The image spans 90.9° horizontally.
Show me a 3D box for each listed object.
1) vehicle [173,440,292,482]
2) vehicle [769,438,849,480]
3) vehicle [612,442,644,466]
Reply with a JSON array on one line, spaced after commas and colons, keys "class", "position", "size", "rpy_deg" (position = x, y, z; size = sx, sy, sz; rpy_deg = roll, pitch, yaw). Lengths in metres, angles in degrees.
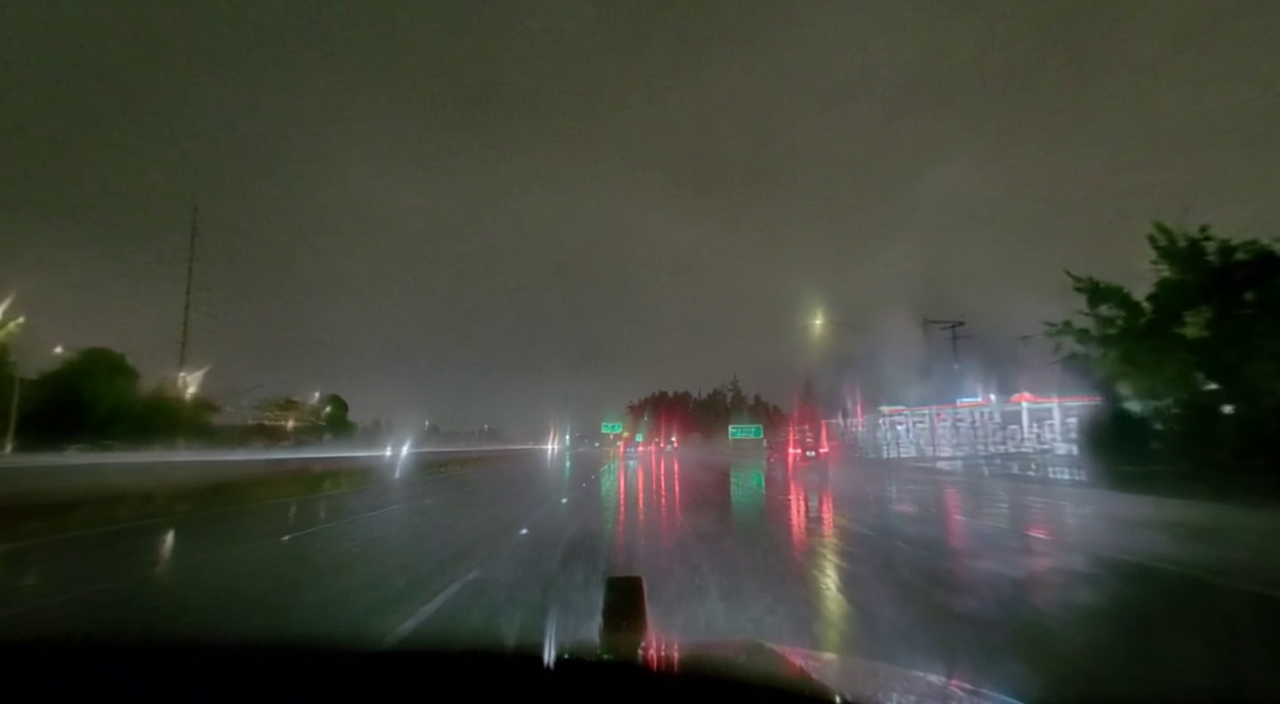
[{"class": "vehicle", "position": [-15.389, 4.107, 24.115], "size": [1.848, 1.429, 4.039], "rpy_deg": [0, -8, 0]}, {"class": "vehicle", "position": [6.365, 4.073, 24.258], "size": [1.867, 1.463, 4.295], "rpy_deg": [0, -8, 0]}, {"class": "vehicle", "position": [-0.795, 6.622, 41.099], "size": [1.999, 1.473, 4.351], "rpy_deg": [0, -8, -2]}]
